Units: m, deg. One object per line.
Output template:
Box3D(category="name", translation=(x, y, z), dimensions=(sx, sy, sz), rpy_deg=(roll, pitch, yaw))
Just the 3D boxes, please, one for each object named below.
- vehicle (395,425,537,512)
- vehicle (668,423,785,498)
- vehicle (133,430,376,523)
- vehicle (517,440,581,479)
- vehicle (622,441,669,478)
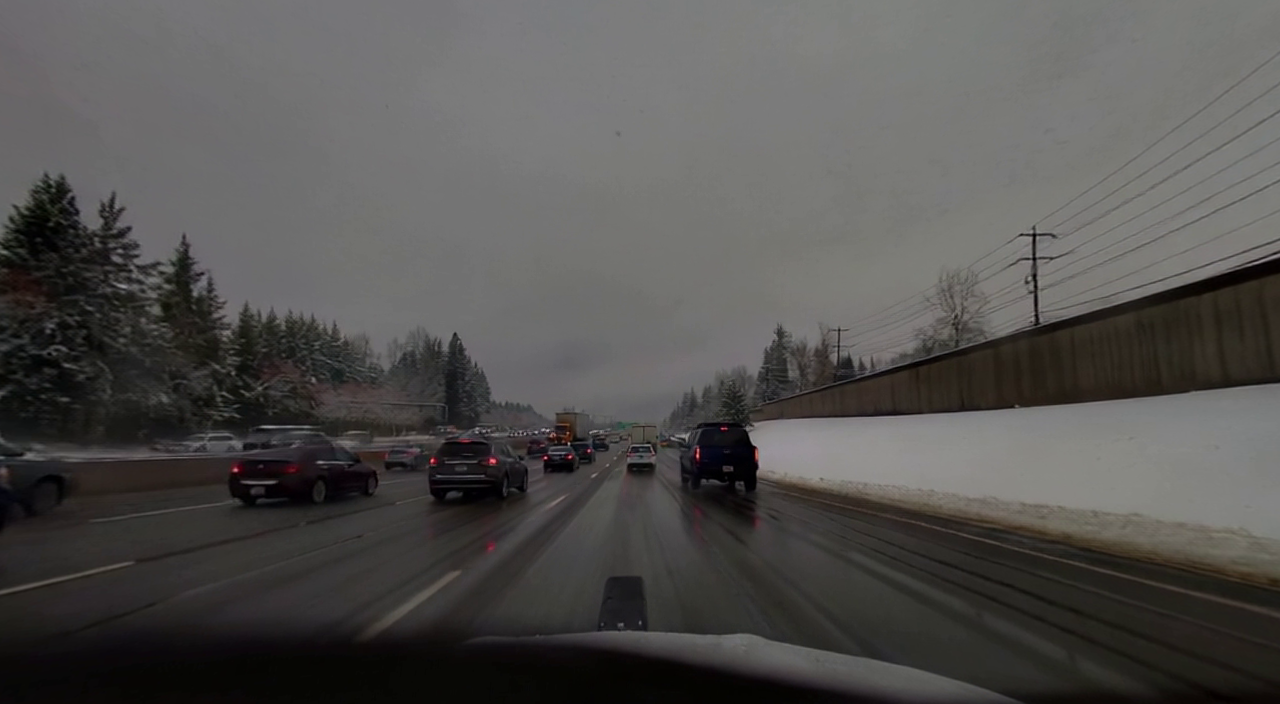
Box3D(category="vehicle", translation=(-3.843, 2.663, 14.884), dimensions=(2.026, 1.719, 4.490), rpy_deg=(0, -8, 1))
Box3D(category="vehicle", translation=(2.606, 3.523, 20.977), dimensions=(2.793, 2.132, 5.682), rpy_deg=(0, -8, -3))
Box3D(category="vehicle", translation=(-7.425, 2.429, 12.901), dimensions=(1.985, 1.529, 4.710), rpy_deg=(0, -8, 0))
Box3D(category="vehicle", translation=(-3.842, 4.653, 27.561), dimensions=(2.049, 1.530, 4.707), rpy_deg=(0, -8, 1))
Box3D(category="vehicle", translation=(0.235, 5.113, 30.274), dimensions=(2.092, 1.671, 3.889), rpy_deg=(0, -8, 0))
